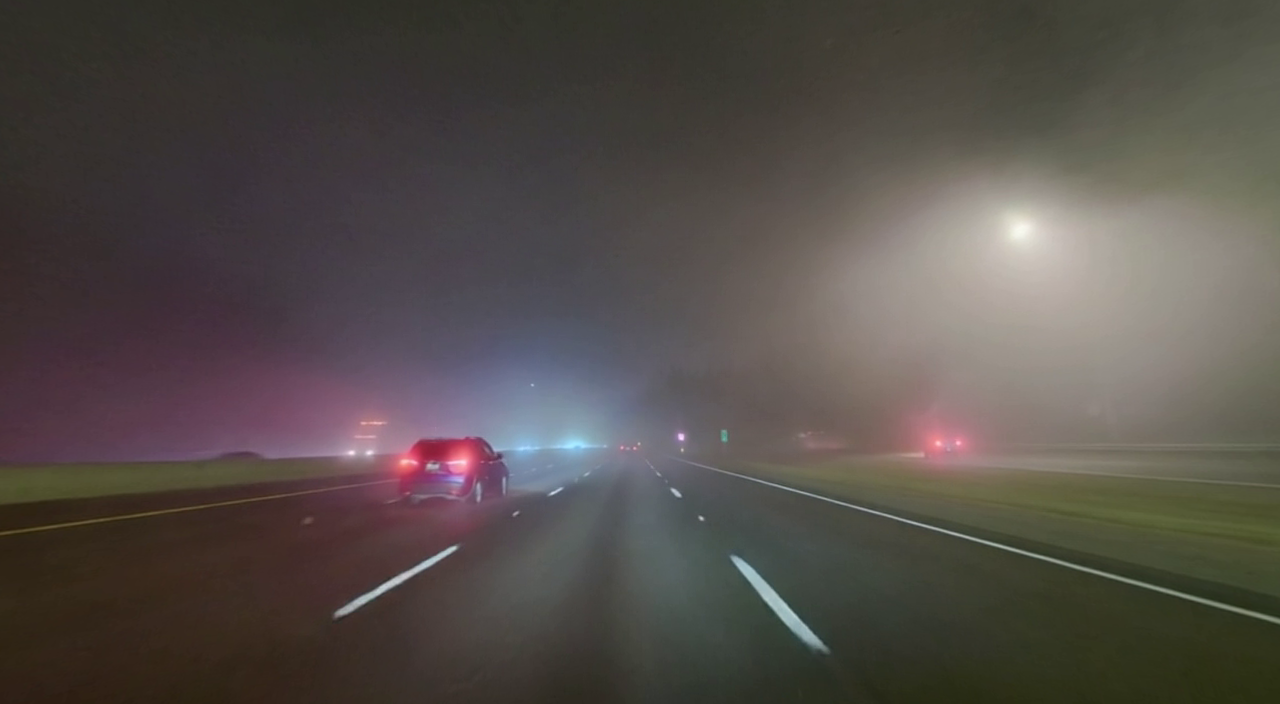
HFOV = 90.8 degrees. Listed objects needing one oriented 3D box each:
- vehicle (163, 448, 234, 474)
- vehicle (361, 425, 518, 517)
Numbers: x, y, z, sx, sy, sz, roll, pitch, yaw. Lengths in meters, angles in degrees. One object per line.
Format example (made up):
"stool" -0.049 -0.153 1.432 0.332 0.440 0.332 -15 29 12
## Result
"vehicle" -25.237 6.219 36.233 1.495 1.364 3.350 -1 -9 4
"vehicle" -4.281 2.626 14.447 2.102 1.727 4.704 0 -9 -1
